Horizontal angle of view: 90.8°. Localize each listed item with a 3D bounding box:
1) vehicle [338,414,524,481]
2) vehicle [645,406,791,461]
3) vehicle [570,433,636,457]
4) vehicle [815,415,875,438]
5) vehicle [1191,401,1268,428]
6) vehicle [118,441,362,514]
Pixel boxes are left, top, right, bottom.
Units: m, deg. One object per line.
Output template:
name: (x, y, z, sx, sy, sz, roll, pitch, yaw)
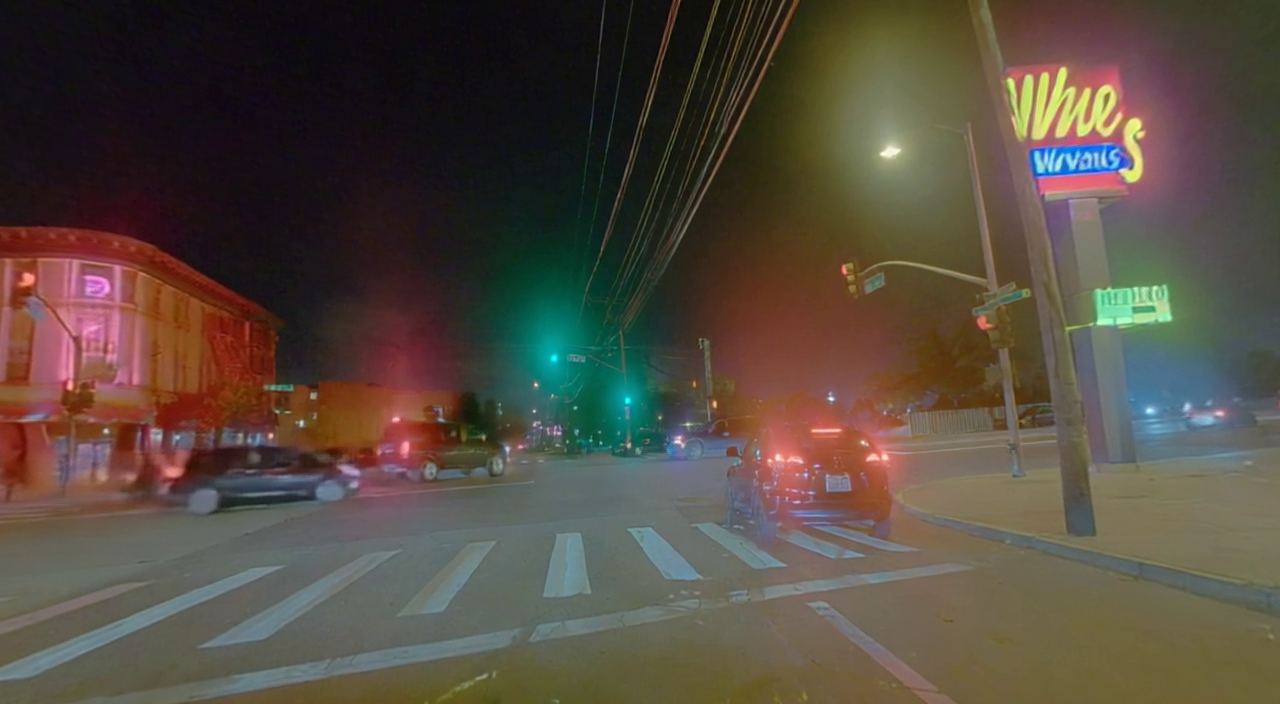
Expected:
vehicle: (-6.788, 3.196, 21.224, 2.081, 1.938, 5.603, -7, -11, 39)
vehicle: (3.186, 3.325, 25.452, 5.588, 1.985, 2.374, 5, -10, -32)
vehicle: (-2.744, 6.820, 46.372, 4.591, 1.686, 1.816, 1, -9, -11)
vehicle: (16.043, 5.834, 49.438, 4.589, 1.730, 1.801, 4, -9, -31)
vehicle: (35.045, 3.738, 37.529, 4.499, 1.524, 1.784, 3, -8, -28)
vehicle: (-8.994, 2.800, 14.625, 4.433, 1.453, 1.804, 4, -10, -29)
